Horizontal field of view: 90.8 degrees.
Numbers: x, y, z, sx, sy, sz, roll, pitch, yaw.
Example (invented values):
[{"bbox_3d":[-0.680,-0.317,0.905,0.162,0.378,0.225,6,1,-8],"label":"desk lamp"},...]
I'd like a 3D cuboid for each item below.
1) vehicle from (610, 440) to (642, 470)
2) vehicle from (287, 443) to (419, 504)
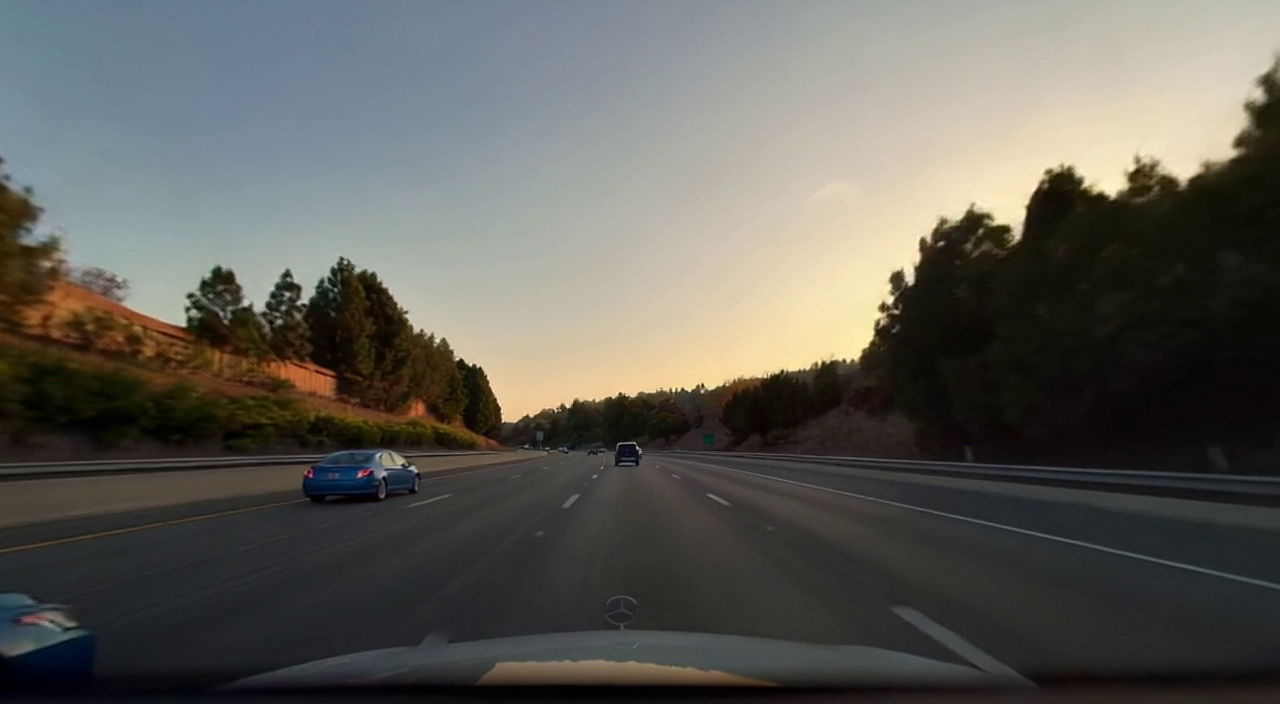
[{"bbox_3d":[-0.995,6.882,42.224,1.990,1.878,4.079,0,-9,-3],"label":"vehicle"},{"bbox_3d":[-7.750,3.286,17.536,1.915,1.479,3.843,0,-9,-1],"label":"vehicle"}]
